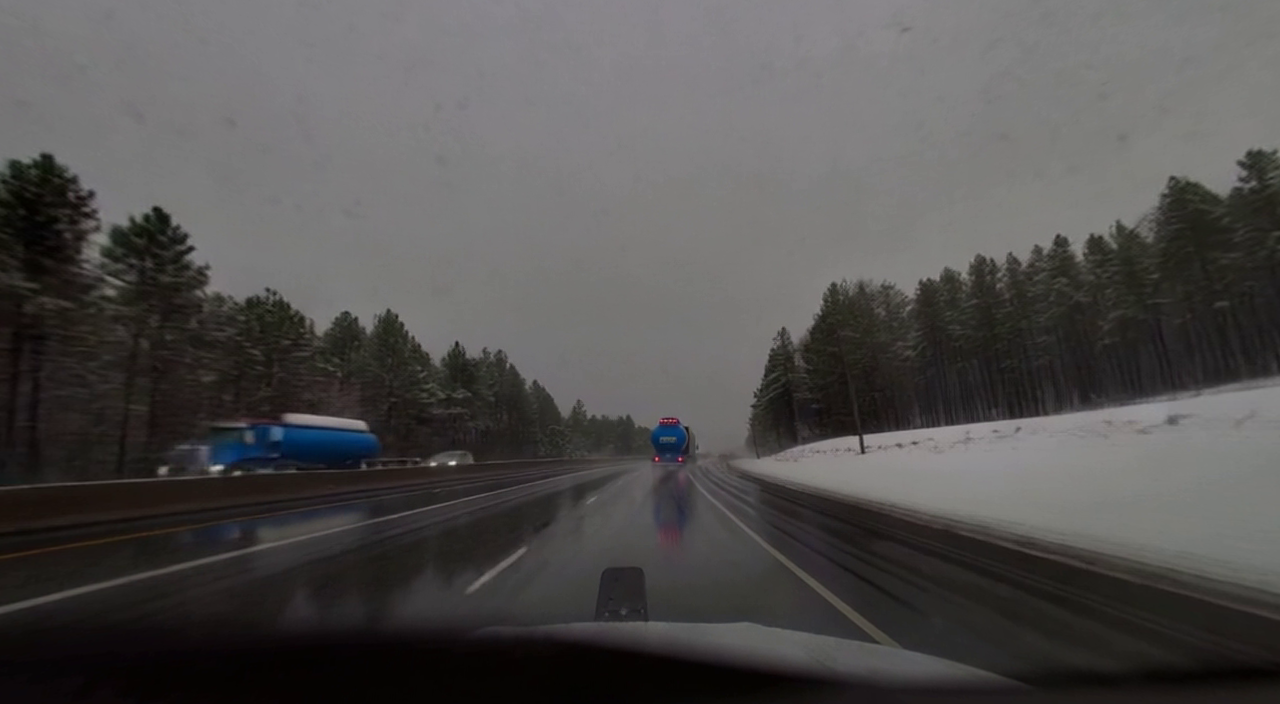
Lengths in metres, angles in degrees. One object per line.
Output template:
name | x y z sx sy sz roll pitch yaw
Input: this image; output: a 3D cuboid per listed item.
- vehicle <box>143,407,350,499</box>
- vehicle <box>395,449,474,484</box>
vehicle | -16.562 4.368 27.728 2.948 3.367 8.832 -1 -8 4
vehicle | -11.833 6.595 36.832 2.329 1.801 5.827 -1 -8 3
